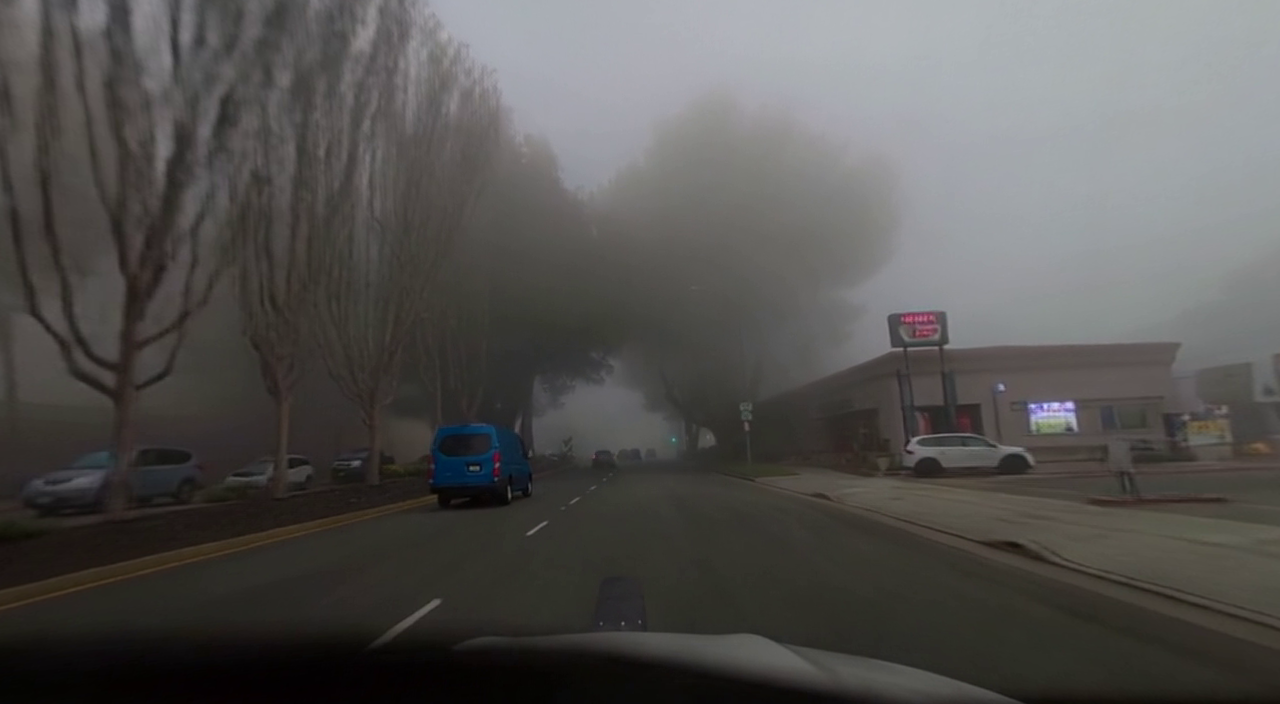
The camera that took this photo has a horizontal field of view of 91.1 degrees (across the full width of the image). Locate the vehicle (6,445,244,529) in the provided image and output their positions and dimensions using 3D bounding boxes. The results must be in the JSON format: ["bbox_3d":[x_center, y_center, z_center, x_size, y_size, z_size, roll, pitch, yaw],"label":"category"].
[{"bbox_3d":[-11.780,3.054,14.867,2.044,1.649,4.211,0,-9,-1],"label":"vehicle"}]

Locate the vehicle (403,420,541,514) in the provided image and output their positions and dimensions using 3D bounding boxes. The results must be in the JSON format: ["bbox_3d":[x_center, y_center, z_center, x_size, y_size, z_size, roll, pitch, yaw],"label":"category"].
[{"bbox_3d":[-3.996,2.832,15.971,2.152,1.987,4.952,0,-9,0],"label":"vehicle"}]

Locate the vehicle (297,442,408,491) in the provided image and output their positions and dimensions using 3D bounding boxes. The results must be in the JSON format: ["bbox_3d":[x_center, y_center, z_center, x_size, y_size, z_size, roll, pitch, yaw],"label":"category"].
[{"bbox_3d":[-11.752,4.693,26.126,2.332,1.815,4.639,-1,-9,1],"label":"vehicle"}]

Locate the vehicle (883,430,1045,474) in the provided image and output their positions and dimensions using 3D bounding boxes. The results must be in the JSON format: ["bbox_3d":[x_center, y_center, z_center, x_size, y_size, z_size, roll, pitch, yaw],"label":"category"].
[{"bbox_3d":[11.325,3.534,22.230,4.607,1.471,1.982,0,-9,1],"label":"vehicle"}]
